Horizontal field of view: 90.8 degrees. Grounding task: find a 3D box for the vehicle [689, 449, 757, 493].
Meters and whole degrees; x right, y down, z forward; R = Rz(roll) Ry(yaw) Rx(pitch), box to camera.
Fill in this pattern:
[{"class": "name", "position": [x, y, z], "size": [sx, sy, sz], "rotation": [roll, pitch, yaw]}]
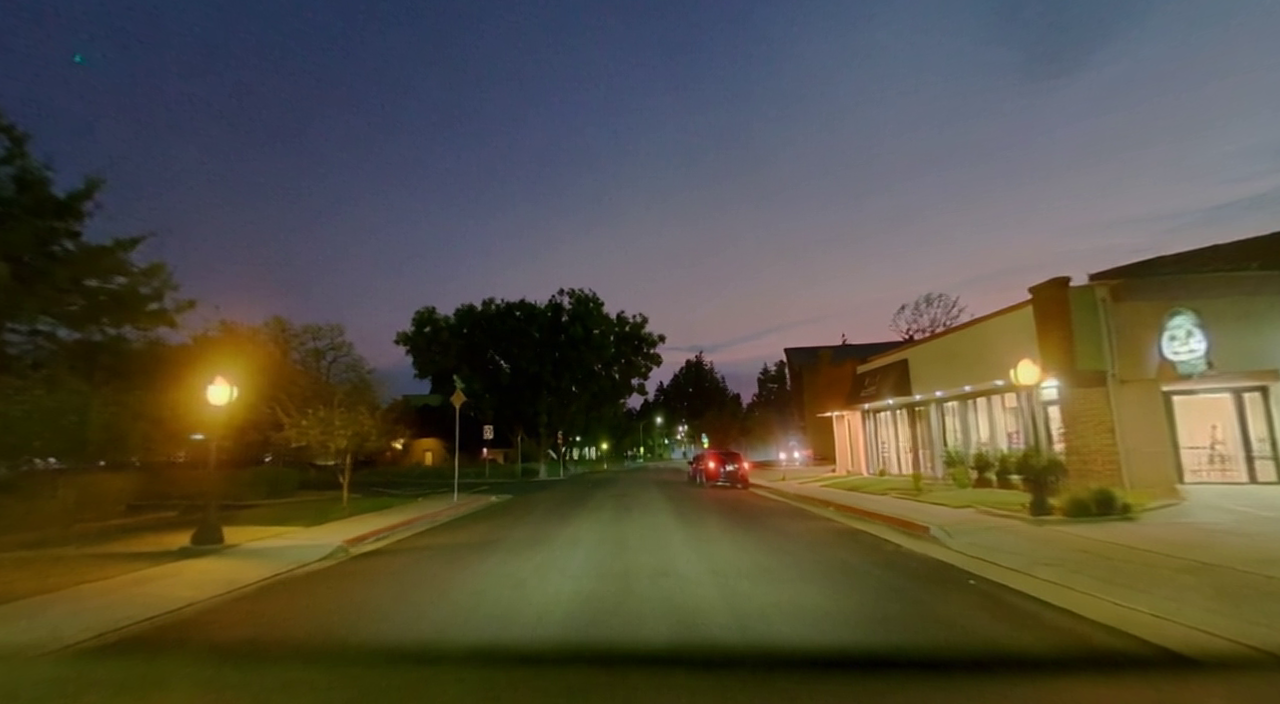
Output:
[{"class": "vehicle", "position": [3.106, 4.565, 24.566], "size": [2.064, 1.532, 4.596], "rotation": [0, -9, 1]}]
